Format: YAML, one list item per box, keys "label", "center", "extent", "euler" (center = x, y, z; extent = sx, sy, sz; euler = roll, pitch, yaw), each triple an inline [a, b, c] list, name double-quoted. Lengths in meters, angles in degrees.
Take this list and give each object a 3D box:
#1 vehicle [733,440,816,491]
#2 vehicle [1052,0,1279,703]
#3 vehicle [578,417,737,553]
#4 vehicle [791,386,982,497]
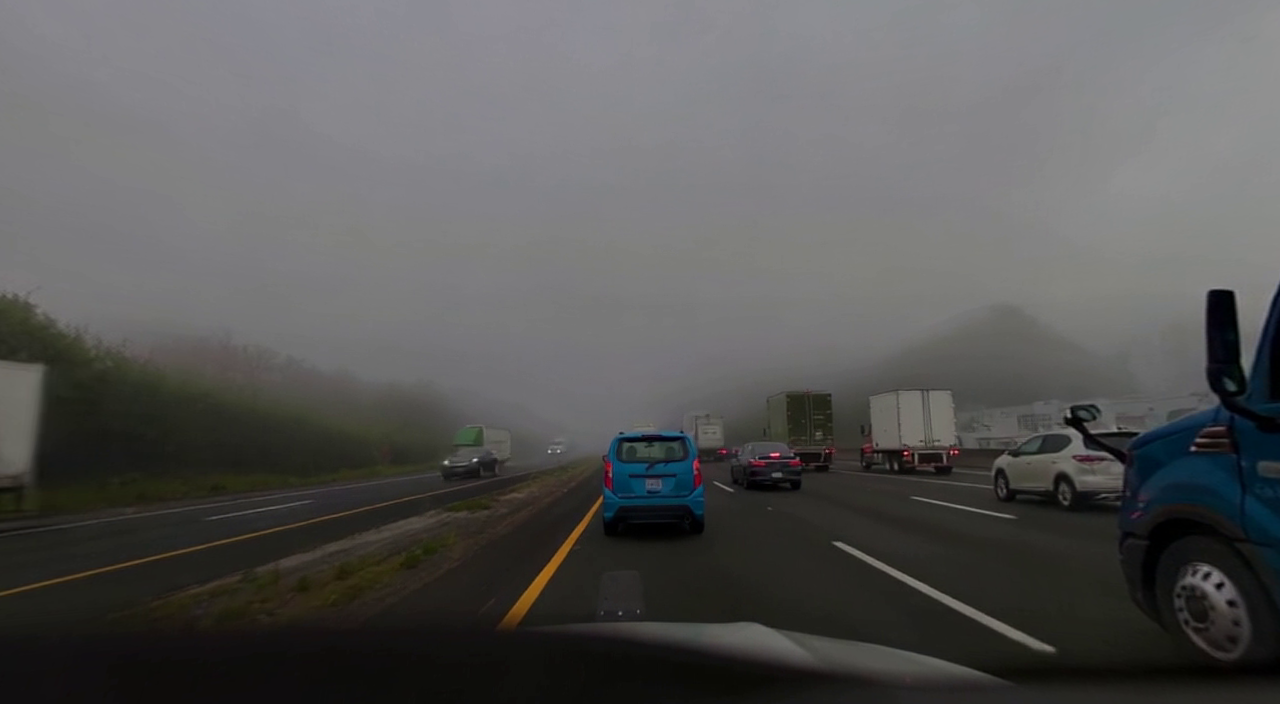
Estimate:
- label: "vehicle"
  center: [4.337, 3.696, 20.750]
  extent: [1.859, 1.512, 3.711]
  euler: [0, -9, -1]
- label: "vehicle"
  center: [4.271, -0.260, 1.010]
  extent: [2.987, 3.877, 5.881]
  euler: [0, -9, 0]
- label: "vehicle"
  center: [0.260, 1.928, 9.588]
  extent: [1.965, 1.664, 3.428]
  euler: [-1, -9, 2]
- label: "vehicle"
  center: [8.447, 3.402, 23.562]
  extent: [2.799, 3.188, 10.578]
  euler: [0, -9, 0]
